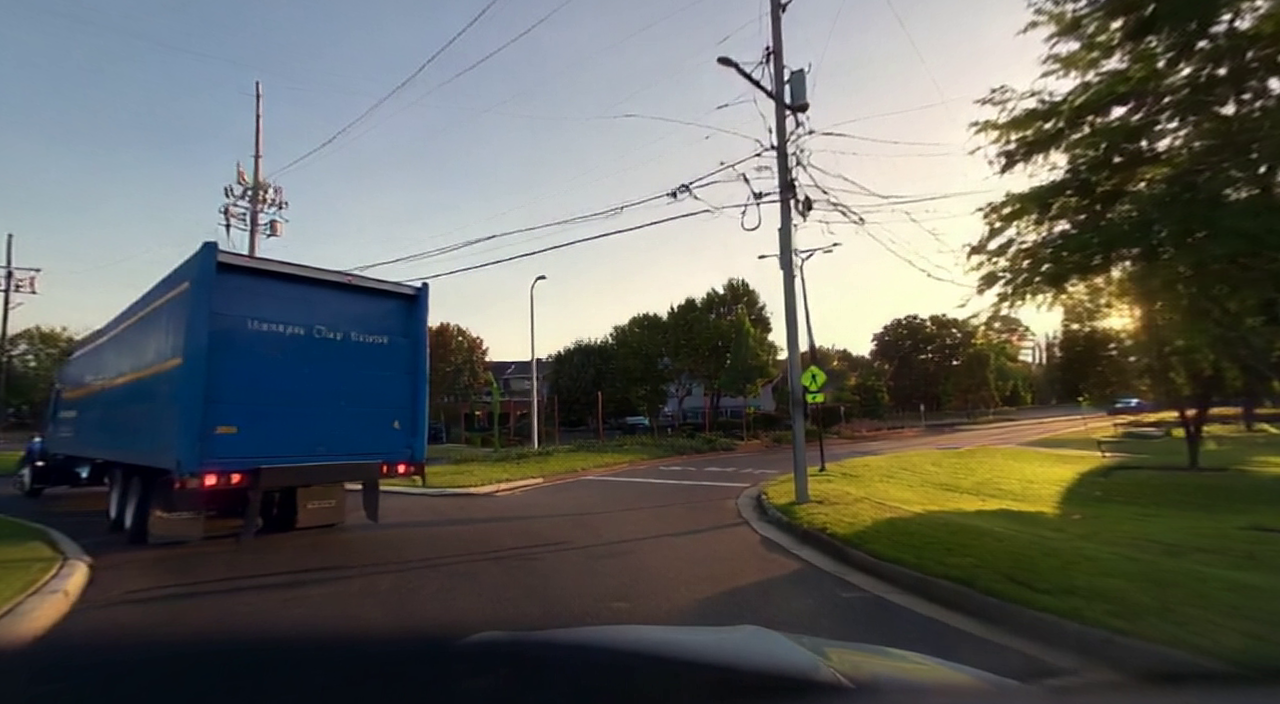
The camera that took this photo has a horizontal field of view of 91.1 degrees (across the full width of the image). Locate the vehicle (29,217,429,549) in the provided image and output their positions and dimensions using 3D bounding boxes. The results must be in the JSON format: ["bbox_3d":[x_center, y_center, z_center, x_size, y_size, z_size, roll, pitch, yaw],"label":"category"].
[{"bbox_3d":[-7.467,0.842,10.489,9.680,3.326,2.838,-7,-11,41],"label":"vehicle"}]
